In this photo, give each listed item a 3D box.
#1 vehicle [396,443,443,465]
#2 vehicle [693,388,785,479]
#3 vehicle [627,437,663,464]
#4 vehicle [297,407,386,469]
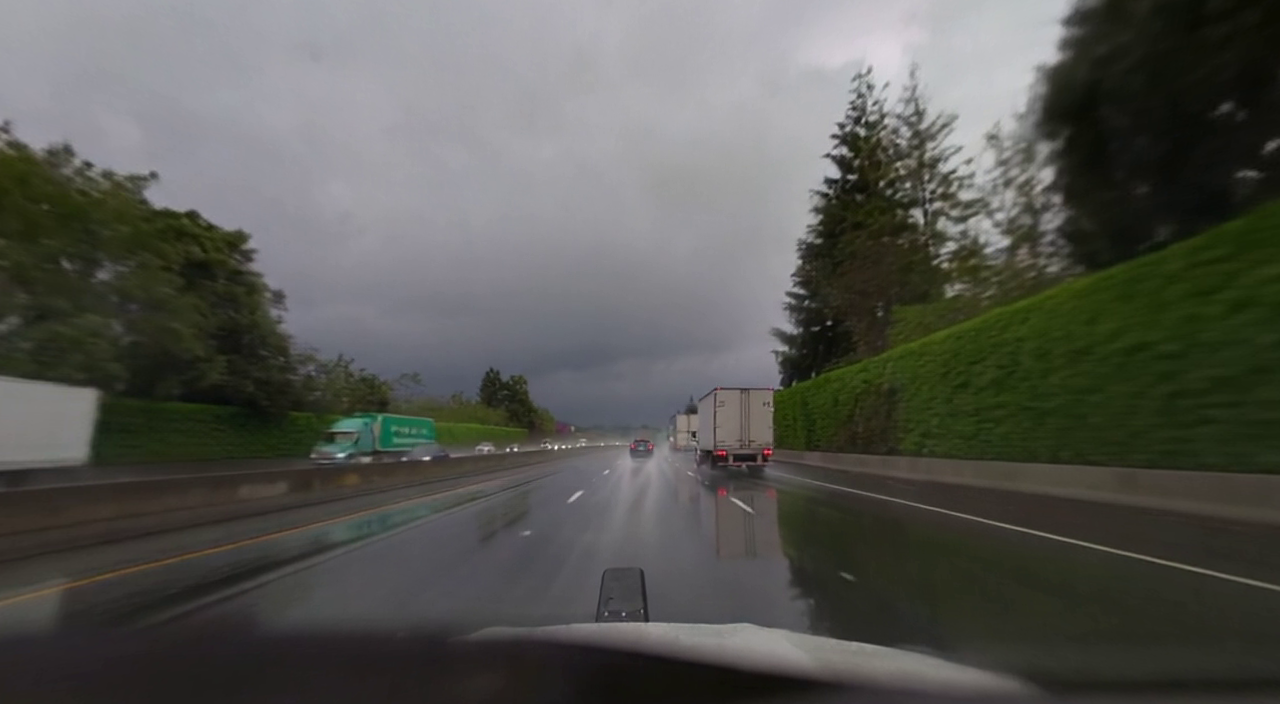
[{"bbox_3d":[-16.063,7.405,45.984,1.842,1.480,4.243,0,-8,1],"label":"vehicle"},{"bbox_3d":[4.049,3.646,27.766,2.742,3.383,8.285,0,-8,1],"label":"vehicle"},{"bbox_3d":[0.328,6.825,43.865,2.389,1.760,4.473,0,-8,1],"label":"vehicle"},{"bbox_3d":[-20.693,6.018,44.123,2.952,3.960,6.390,0,-8,1],"label":"vehicle"}]
